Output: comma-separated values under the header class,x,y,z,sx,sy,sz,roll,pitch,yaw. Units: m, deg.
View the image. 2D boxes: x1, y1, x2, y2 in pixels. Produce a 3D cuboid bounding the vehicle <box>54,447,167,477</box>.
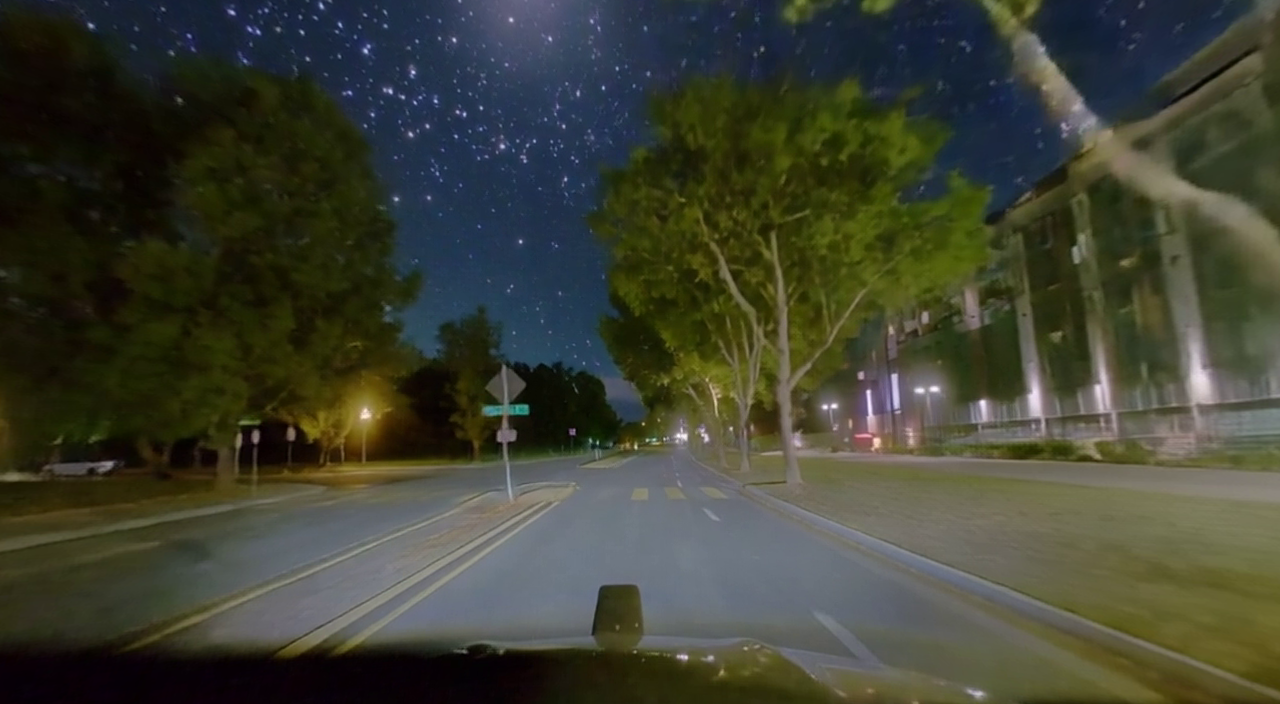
class,x,y,z,sx,sy,sz,roll,pitch,yaw
vehicle,-28.345,5.881,33.897,4.340,1.466,1.938,-1,-8,1
